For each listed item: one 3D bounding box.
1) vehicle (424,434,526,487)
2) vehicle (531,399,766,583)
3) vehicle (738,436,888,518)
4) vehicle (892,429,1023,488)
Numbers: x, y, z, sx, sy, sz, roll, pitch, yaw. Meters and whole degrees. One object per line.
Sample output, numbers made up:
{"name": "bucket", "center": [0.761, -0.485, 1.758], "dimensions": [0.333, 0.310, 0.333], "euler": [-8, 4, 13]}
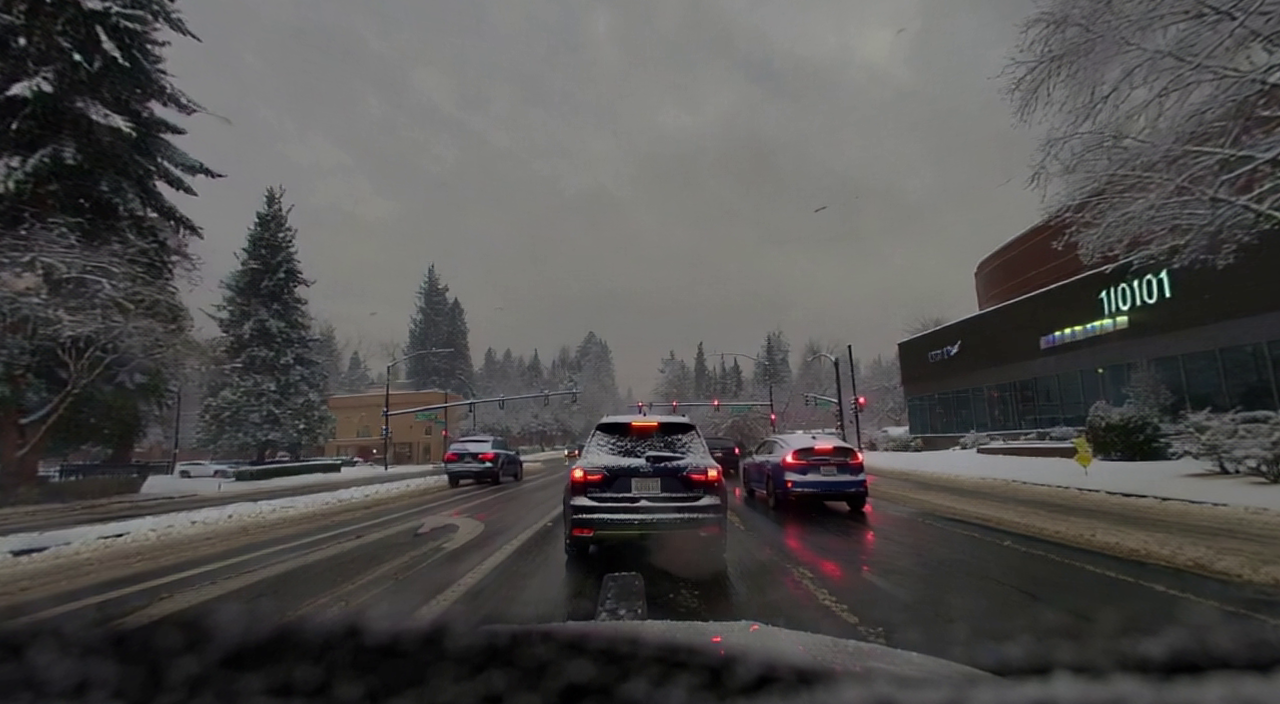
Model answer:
{"name": "vehicle", "center": [-6.193, 4.159, 24.501], "dimensions": [2.555, 1.819, 5.145], "euler": [0, -9, 0]}
{"name": "vehicle", "center": [0.073, 1.658, 8.262], "dimensions": [2.266, 1.762, 4.131], "euler": [0, -9, 0]}
{"name": "vehicle", "center": [3.514, 2.630, 13.831], "dimensions": [1.997, 1.471, 4.321], "euler": [0, -9, -1]}
{"name": "vehicle", "center": [10.872, 3.696, 22.128], "dimensions": [2.123, 1.812, 4.553], "euler": [0, -9, -1]}
